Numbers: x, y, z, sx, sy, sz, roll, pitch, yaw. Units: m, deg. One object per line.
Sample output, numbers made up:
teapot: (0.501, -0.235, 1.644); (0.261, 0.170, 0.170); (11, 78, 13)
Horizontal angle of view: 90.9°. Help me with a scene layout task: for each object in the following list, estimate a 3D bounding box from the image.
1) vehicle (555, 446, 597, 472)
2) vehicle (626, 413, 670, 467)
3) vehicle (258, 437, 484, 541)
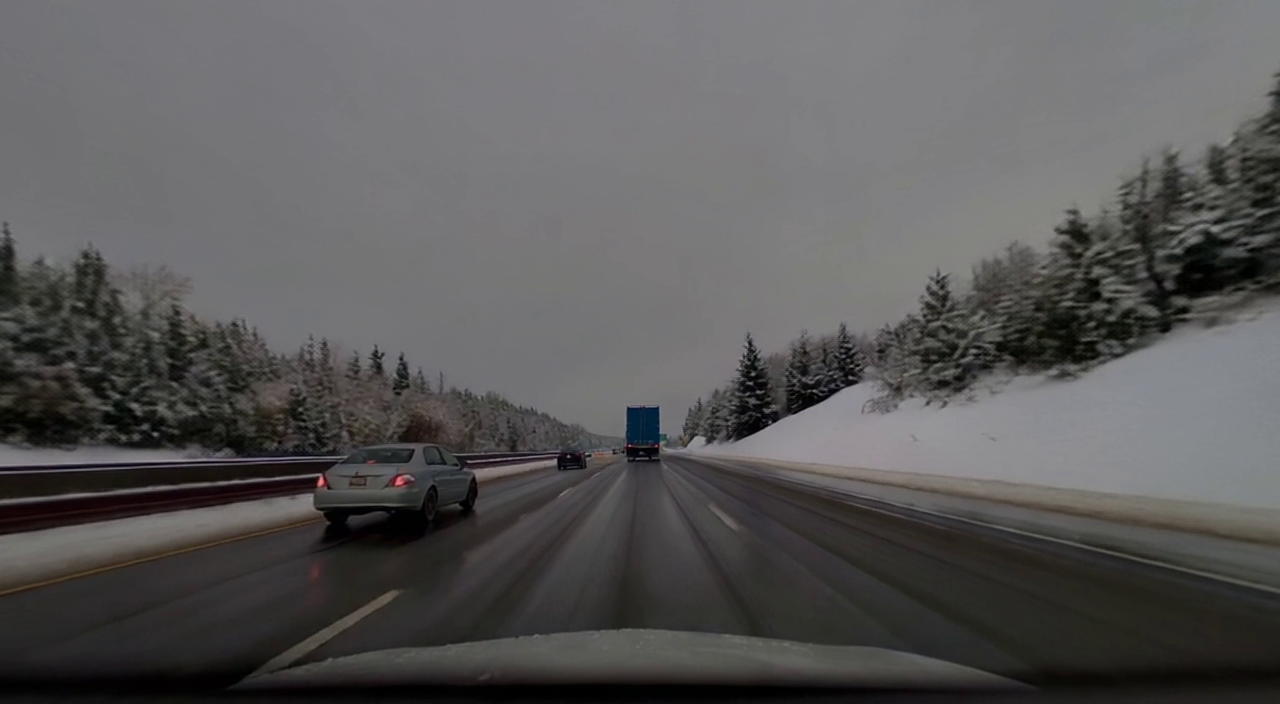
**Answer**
vehicle: (-3.735, 6.355, 37.467); (1.981, 1.435, 4.199); (0, -9, 1)
vehicle: (0.510, 6.589, 46.839); (2.893, 3.628, 9.081); (0, -9, 0)
vehicle: (-4.372, 2.286, 11.181); (2.010, 1.461, 4.391); (0, -9, 1)
